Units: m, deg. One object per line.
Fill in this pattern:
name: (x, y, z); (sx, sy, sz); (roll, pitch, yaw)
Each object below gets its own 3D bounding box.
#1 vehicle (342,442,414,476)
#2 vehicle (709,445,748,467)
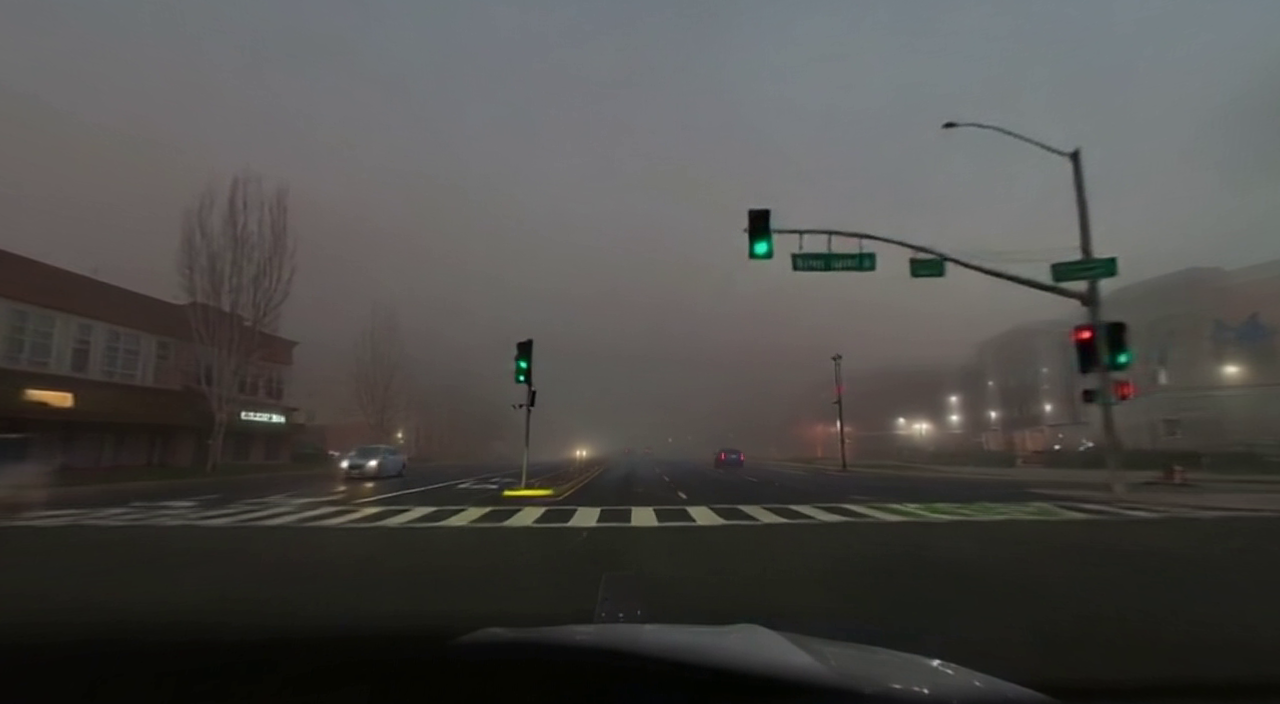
vehicle: (-15.174, 6.219, 36.920); (2.036, 1.787, 4.985); (0, -9, 0)
vehicle: (6.134, 7.244, 44.091); (1.916, 1.437, 4.327); (0, -9, -3)
